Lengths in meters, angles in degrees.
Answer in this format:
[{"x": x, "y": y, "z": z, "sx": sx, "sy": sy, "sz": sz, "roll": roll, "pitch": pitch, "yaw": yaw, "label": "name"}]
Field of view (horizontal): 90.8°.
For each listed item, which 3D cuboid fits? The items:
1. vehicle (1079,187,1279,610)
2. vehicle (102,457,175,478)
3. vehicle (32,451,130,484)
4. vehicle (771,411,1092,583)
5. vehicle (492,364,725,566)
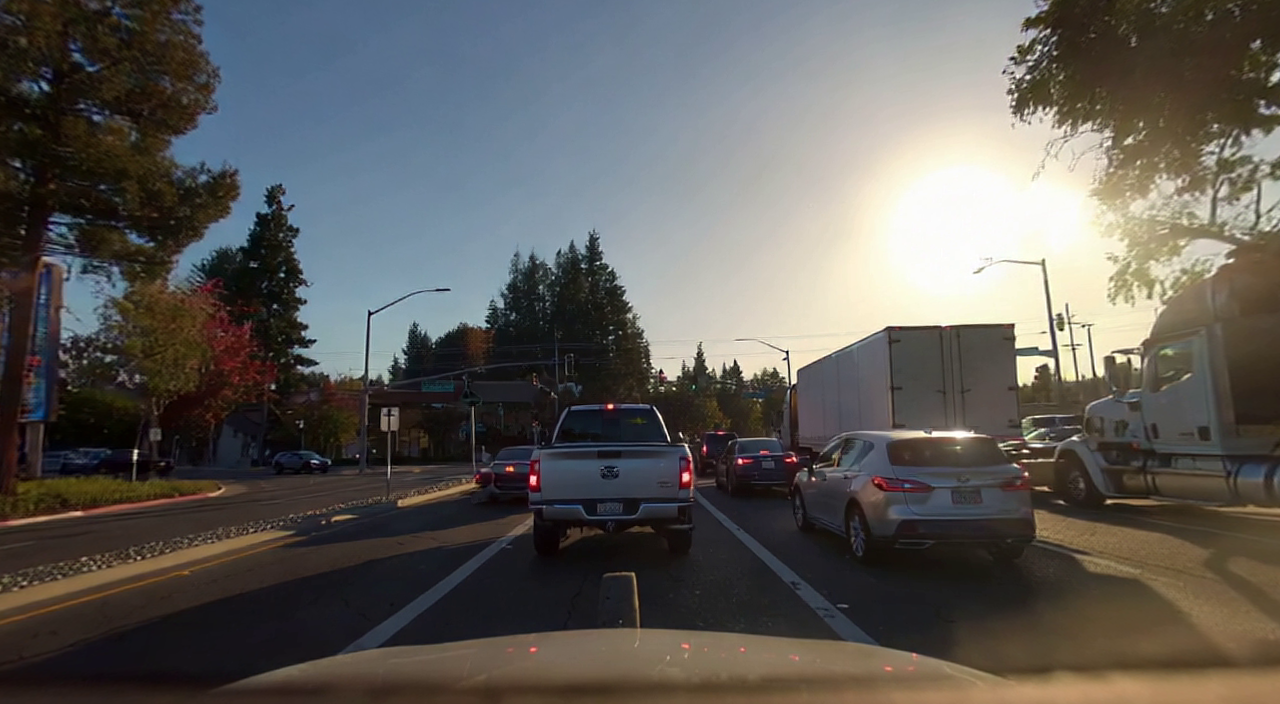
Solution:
[{"x": 6.517, "y": 0.114, "z": 3.378, "sx": 2.802, "sy": 3.322, "sz": 7.429, "roll": 0, "pitch": -9, "yaw": -1, "label": "vehicle"}, {"x": -38.188, "y": 8.793, "z": 48.126, "sx": 4.150, "sy": 1.474, "sz": 1.826, "roll": -1, "pitch": -9, "yaw": 6, "label": "vehicle"}, {"x": -28.553, "y": 5.894, "z": 32.442, "sx": 1.730, "sy": 1.534, "sz": 3.922, "roll": 1, "pitch": -9, "yaw": -8, "label": "vehicle"}, {"x": 3.230, "y": 1.729, "z": 8.431, "sx": 1.905, "sy": 1.587, "sz": 4.998, "roll": 0, "pitch": -9, "yaw": 0, "label": "vehicle"}, {"x": -0.360, "y": 1.598, "z": 9.464, "sx": 2.499, "sy": 2.183, "sz": 5.111, "roll": 0, "pitch": -9, "yaw": 0, "label": "vehicle"}]
